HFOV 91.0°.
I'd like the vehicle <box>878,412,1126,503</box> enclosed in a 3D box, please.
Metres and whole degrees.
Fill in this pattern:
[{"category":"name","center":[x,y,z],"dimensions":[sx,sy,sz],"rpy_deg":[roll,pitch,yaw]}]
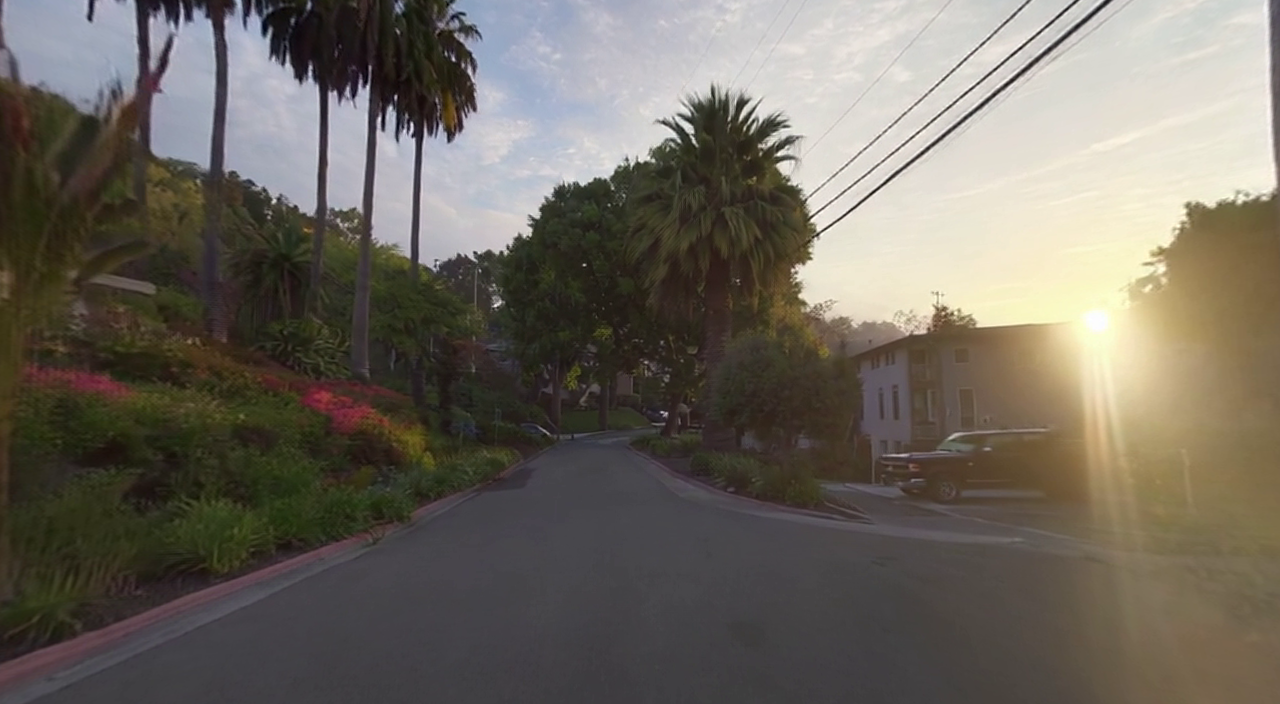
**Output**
[{"category":"vehicle","center":[8.915,2.620,15.513],"dimensions":[5.663,1.913,2.170],"rpy_deg":[5,-10,-23]}]
